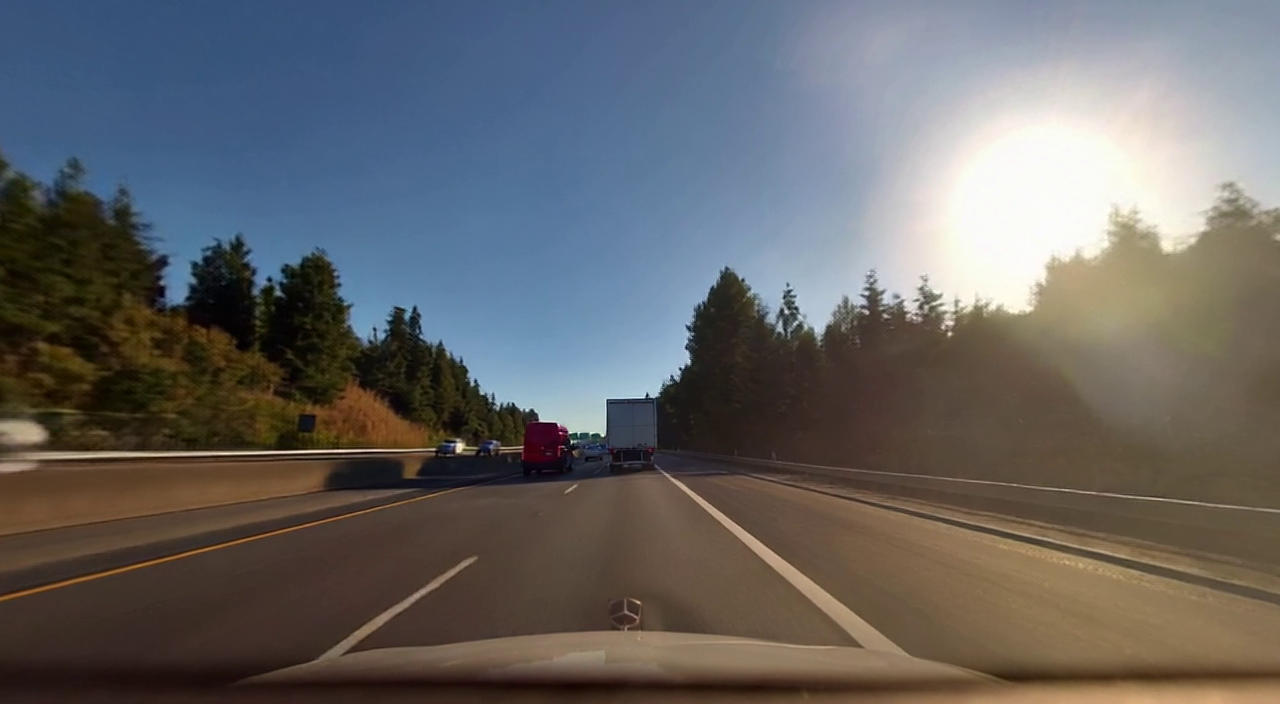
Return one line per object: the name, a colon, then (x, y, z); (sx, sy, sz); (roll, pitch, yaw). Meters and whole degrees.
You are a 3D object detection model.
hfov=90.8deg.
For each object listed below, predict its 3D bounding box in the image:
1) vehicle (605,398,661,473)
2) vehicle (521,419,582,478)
vehicle: (-0.401, 5.301, 39.125); (2.995, 4.036, 10.311); (0, -9, 0)
vehicle: (-4.487, 5.041, 32.949); (2.357, 2.786, 6.144); (0, -9, -1)
